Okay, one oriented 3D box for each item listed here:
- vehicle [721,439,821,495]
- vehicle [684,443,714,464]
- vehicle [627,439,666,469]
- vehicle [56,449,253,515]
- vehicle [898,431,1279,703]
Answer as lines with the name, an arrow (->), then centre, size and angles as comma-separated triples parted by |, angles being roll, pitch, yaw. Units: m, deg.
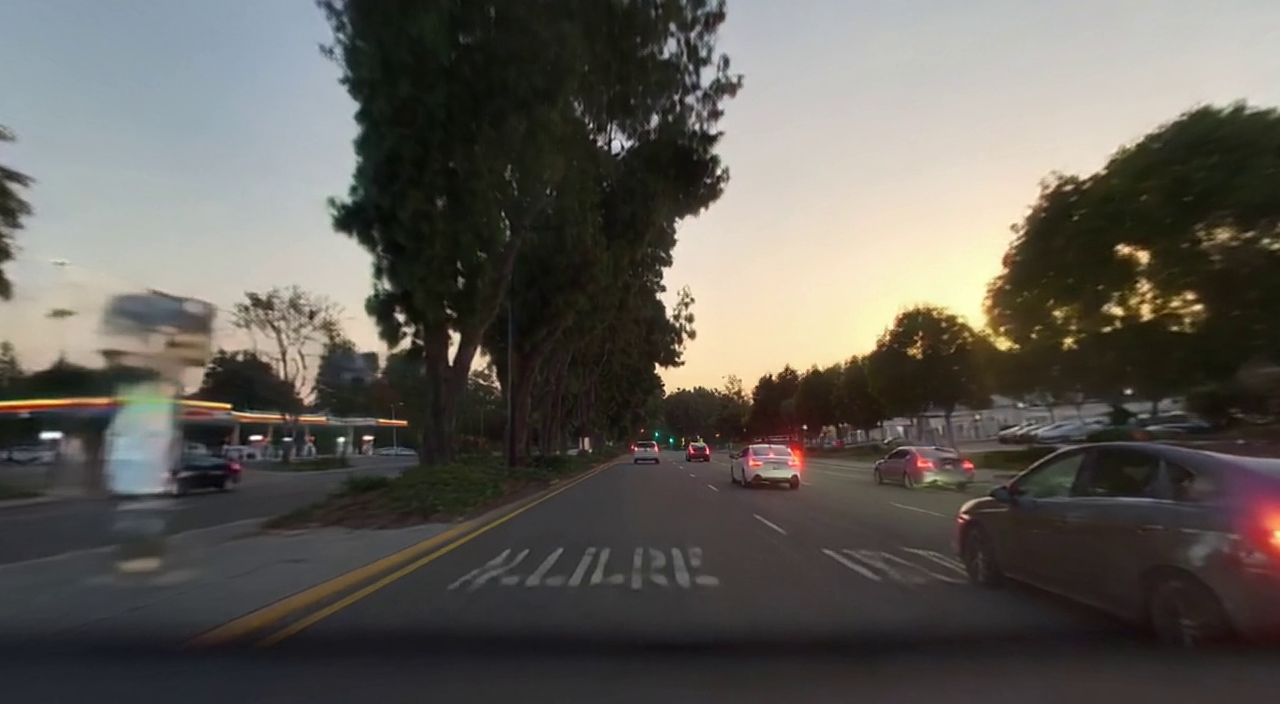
vehicle -> 3.924, 3.528, 19.731 | 2.119, 1.509, 4.756 | 0, -9, 0
vehicle -> 4.615, 8.014, 49.771 | 1.980, 1.515, 4.362 | 0, -9, 0
vehicle -> 0.396, 6.093, 37.576 | 2.172, 1.694, 4.055 | 0, -9, 0
vehicle -> -13.304, 3.529, 17.659 | 1.937, 1.501, 4.520 | -2, -9, 0
vehicle -> 3.961, 1.386, 4.955 | 1.944, 1.404, 4.597 | 0, -9, 1
